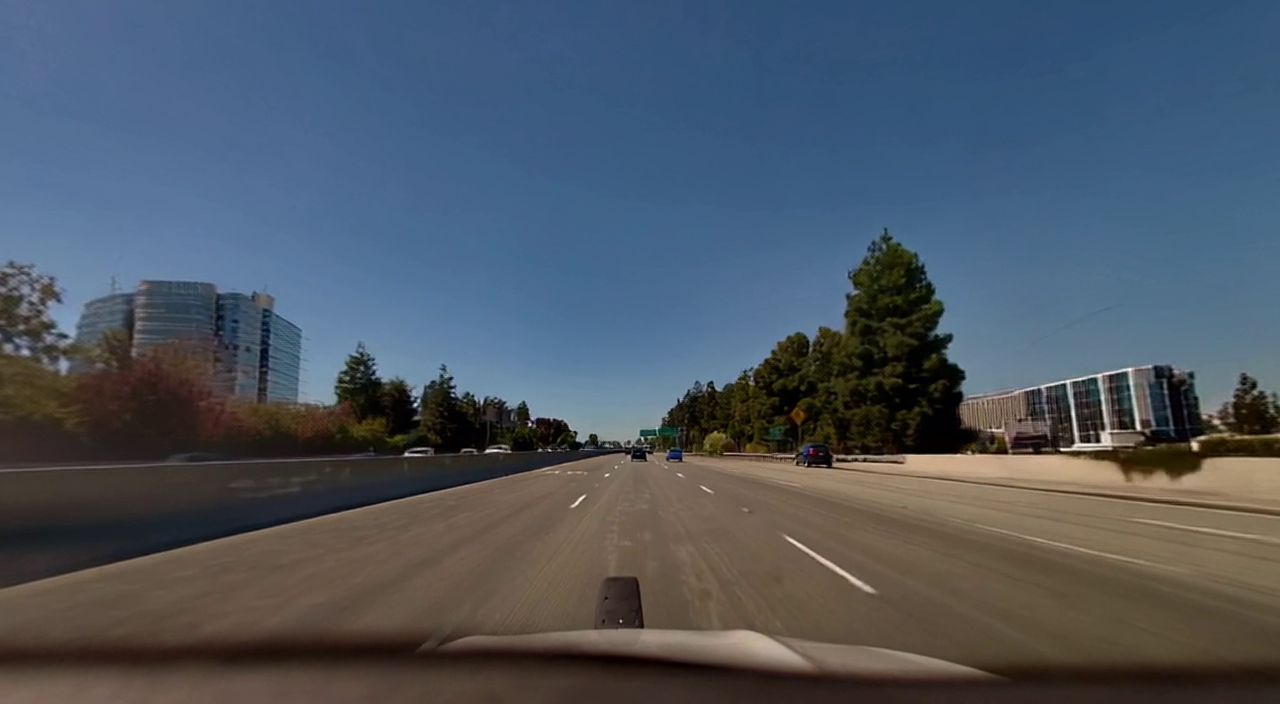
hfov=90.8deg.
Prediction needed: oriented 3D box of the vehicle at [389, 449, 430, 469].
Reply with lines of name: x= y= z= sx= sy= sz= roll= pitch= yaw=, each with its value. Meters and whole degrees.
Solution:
vehicle: x=-17.748 y=8.240 z=48.750 sx=1.719 sy=1.443 sz=3.463 roll=0 pitch=-8 yaw=2

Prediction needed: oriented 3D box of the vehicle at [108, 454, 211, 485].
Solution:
vehicle: x=-24.464 y=5.965 z=32.406 sx=1.821 sy=1.405 sz=4.438 roll=0 pitch=-9 yaw=0

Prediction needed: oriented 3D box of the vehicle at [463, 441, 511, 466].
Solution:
vehicle: x=-9.932 y=6.608 z=41.467 sx=1.915 sy=1.524 sz=4.623 roll=0 pitch=-8 yaw=1
